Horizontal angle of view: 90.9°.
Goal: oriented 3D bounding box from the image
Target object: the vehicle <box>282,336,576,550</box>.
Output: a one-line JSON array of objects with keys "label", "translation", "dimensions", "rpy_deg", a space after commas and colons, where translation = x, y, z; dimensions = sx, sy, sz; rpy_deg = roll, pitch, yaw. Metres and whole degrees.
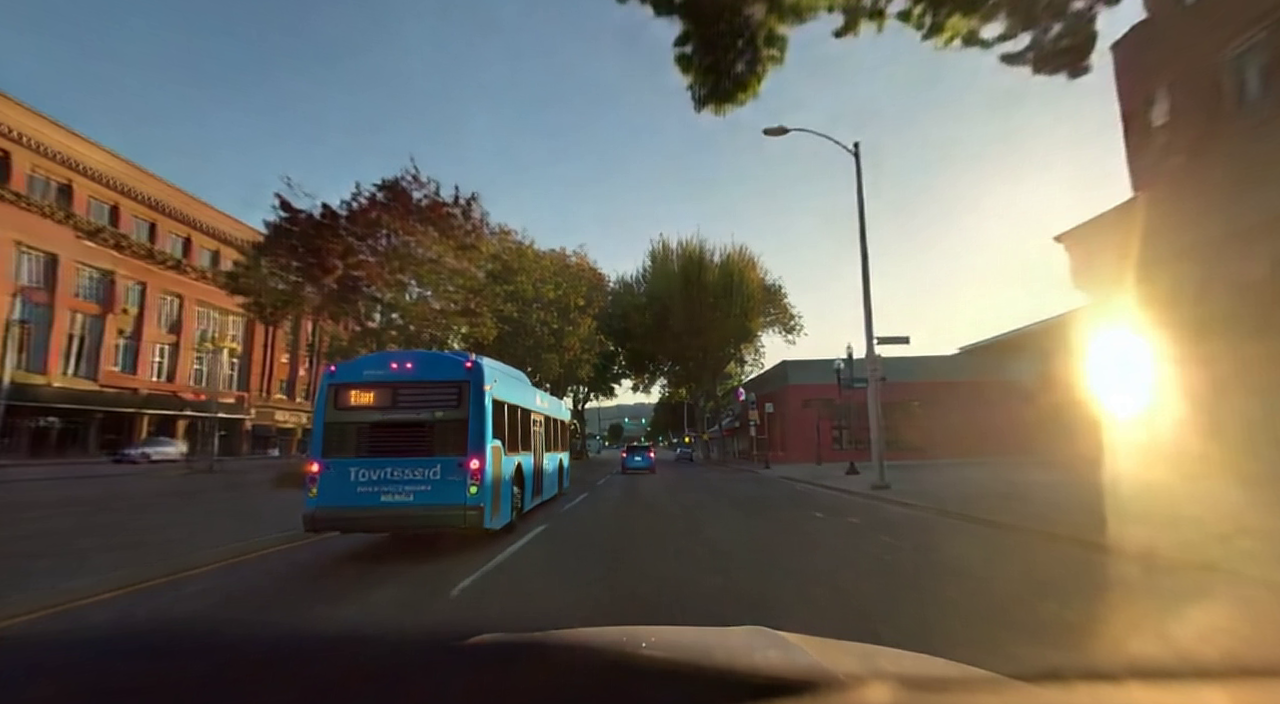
[{"label": "vehicle", "translation": [-3.270, 1.819, 12.844], "dimensions": [2.920, 2.884, 8.588], "rpy_deg": [0, -8, 1]}]

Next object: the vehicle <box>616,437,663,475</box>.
[{"label": "vehicle", "translation": [0.003, 5.009, 30.593], "dimensions": [2.120, 1.727, 3.917], "rpy_deg": [0, -8, 0]}]
